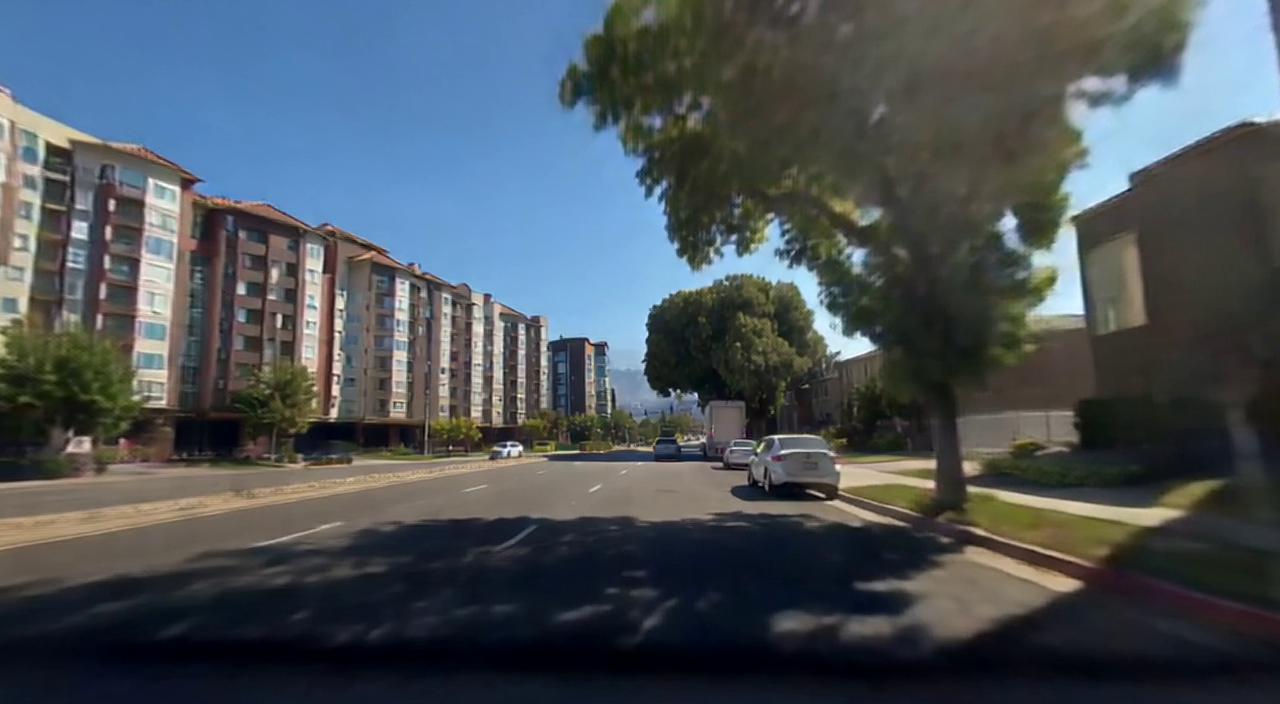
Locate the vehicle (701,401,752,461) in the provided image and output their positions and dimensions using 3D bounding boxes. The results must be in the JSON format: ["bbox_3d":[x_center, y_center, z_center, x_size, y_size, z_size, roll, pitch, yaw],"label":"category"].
[{"bbox_3d":[6.375,6.210,48.425,3.157,3.982,13.307,-1,-8,5],"label":"vehicle"}]

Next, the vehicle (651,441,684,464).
[{"bbox_3d":[1.784,6.224,39.230,1.871,1.370,4.206,-1,-8,5],"label":"vehicle"}]

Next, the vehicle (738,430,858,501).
[{"bbox_3d":[4.090,3.018,17.224,2.121,1.659,4.675,0,-8,1],"label":"vehicle"}]
